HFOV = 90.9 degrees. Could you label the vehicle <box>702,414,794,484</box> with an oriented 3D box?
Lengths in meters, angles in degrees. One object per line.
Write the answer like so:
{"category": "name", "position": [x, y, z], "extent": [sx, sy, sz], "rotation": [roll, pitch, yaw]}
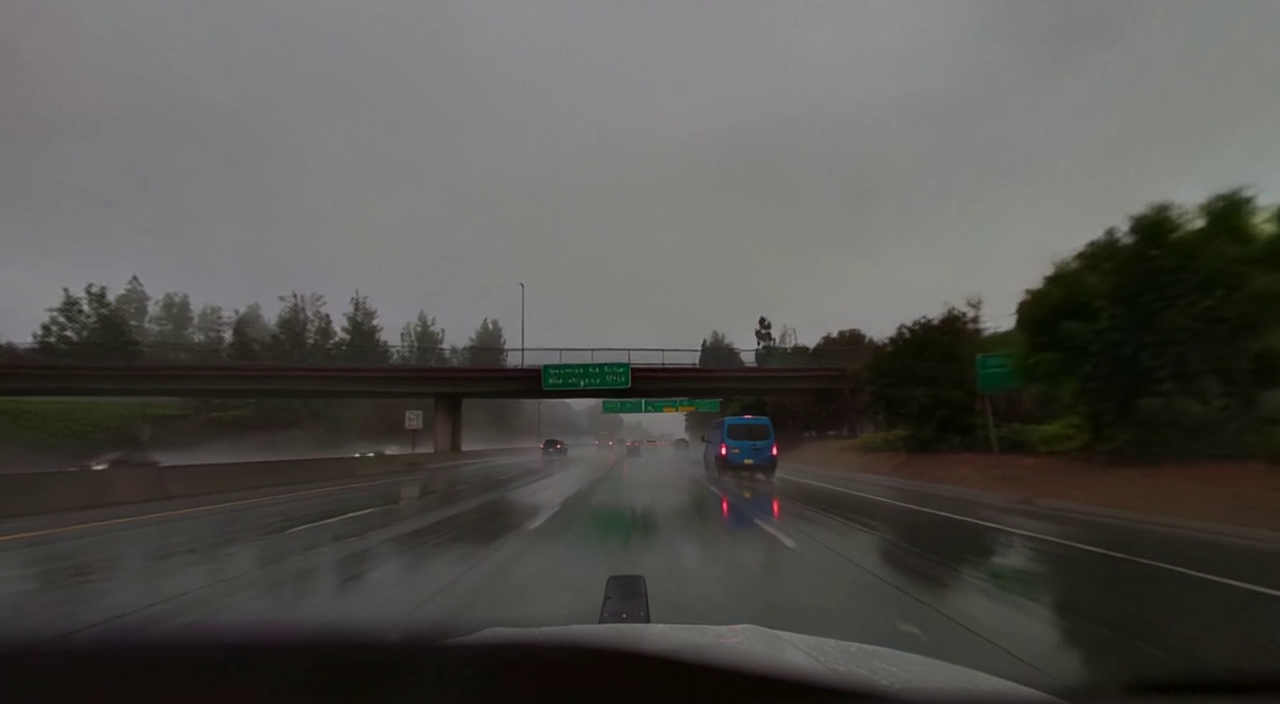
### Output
{"category": "vehicle", "position": [3.759, 3.551, 23.203], "extent": [2.347, 2.234, 5.352], "rotation": [0, -8, -1]}

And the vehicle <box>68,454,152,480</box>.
{"category": "vehicle", "position": [-37.697, 8.183, 45.003], "extent": [1.918, 1.642, 4.657], "rotation": [0, -8, 0]}

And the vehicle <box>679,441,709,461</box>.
{"category": "vehicle", "position": [4.121, 7.673, 48.892], "extent": [1.883, 1.456, 4.044], "rotation": [0, -8, -1]}
